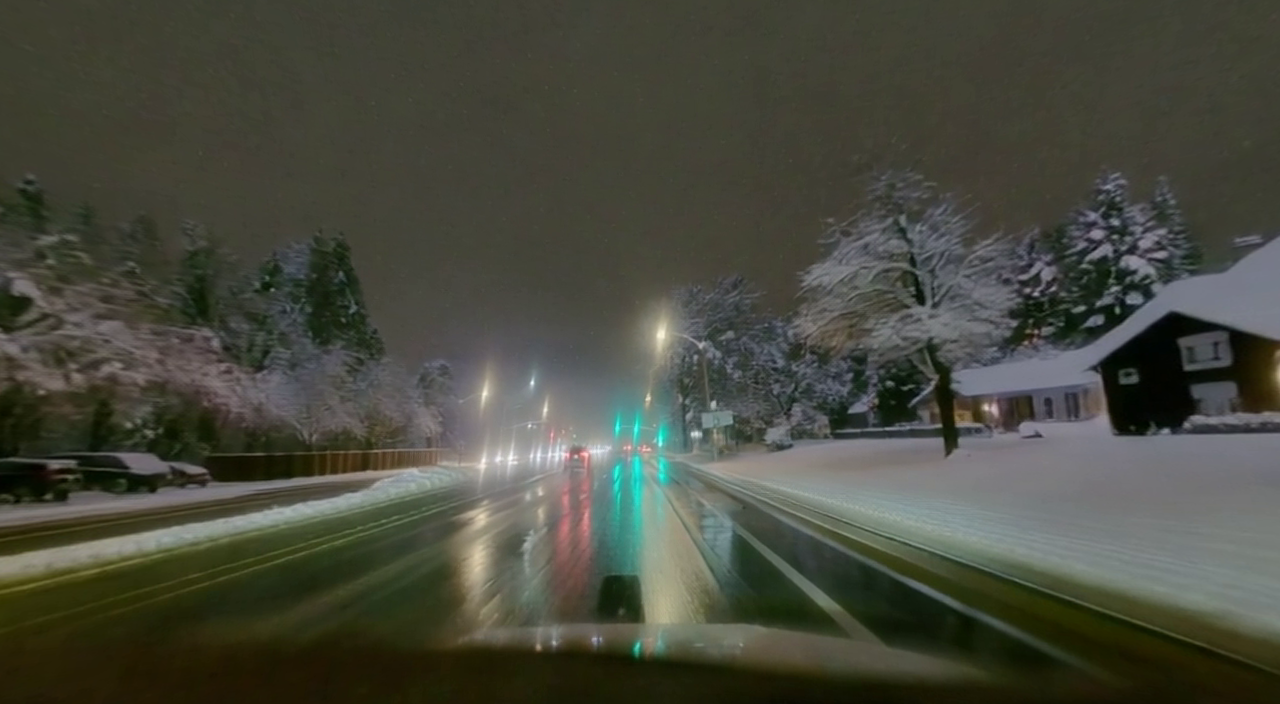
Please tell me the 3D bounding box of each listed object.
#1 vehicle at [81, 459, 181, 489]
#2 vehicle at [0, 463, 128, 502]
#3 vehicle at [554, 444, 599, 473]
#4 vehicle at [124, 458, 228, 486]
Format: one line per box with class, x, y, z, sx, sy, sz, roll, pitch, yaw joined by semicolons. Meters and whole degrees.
vehicle;-27.588;6.602;34.319;3.641;1.519;2.003;0;-8;0
vehicle;-24.738;5.449;26.494;4.743;1.482;2.164;-1;-8;3
vehicle;-3.309;5.630;33.728;1.992;1.447;4.044;0;-8;0
vehicle;-27.502;7.095;37.569;4.560;1.541;2.051;0;-8;1
